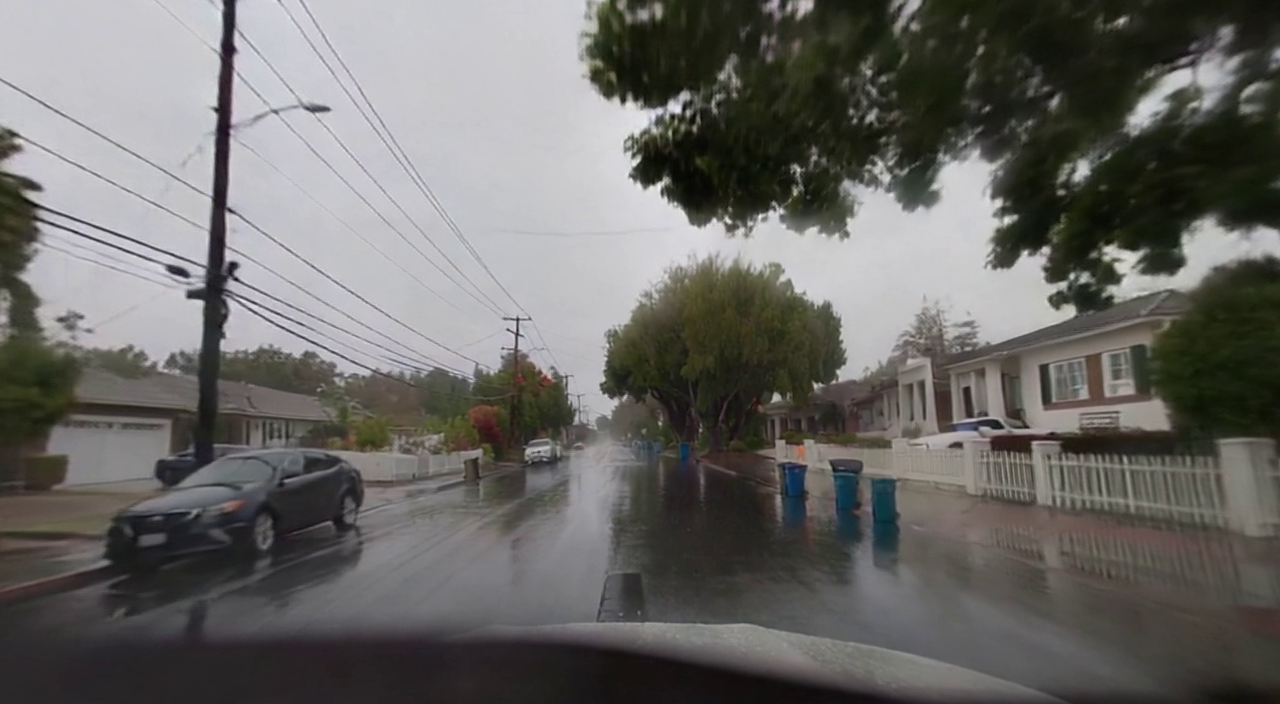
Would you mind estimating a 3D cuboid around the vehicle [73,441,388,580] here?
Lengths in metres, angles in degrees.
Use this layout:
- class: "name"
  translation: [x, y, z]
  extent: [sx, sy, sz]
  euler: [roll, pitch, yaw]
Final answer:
- class: "vehicle"
  translation: [-6.168, 2.353, 10.528]
  extent: [1.954, 1.551, 5.128]
  euler: [-3, -7, -1]

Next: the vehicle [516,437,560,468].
- class: "vehicle"
  translation: [-6.987, 6.950, 43.790]
  extent: [2.240, 1.940, 5.429]
  euler: [-2, -9, -2]

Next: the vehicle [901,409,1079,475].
- class: "vehicle"
  translation: [10.845, 2.896, 19.896]
  extent: [4.293, 1.657, 1.961]
  euler: [-5, -12, 7]
